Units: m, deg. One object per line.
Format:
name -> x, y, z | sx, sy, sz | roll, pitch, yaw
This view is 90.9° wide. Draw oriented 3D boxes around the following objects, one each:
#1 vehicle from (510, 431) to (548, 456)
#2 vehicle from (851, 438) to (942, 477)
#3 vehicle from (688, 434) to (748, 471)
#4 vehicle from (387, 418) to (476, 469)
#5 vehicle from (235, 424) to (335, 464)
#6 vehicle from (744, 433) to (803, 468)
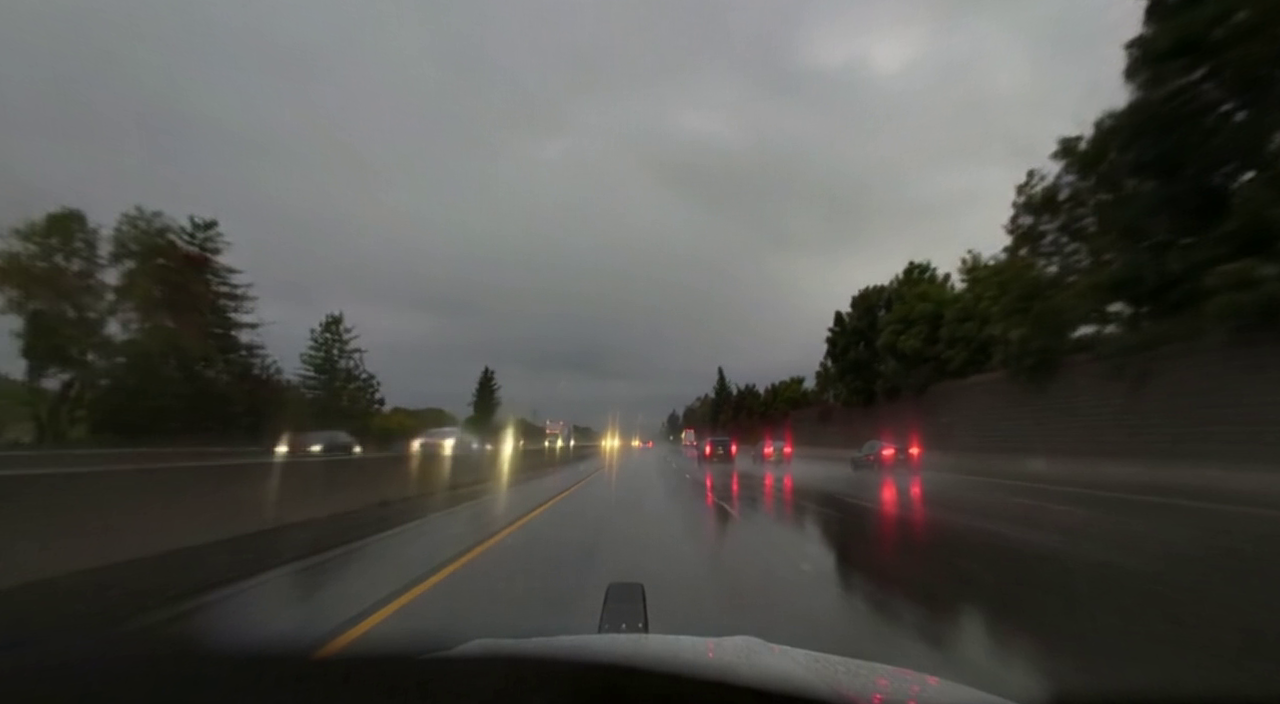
vehicle -> -6.351, 5.308, 36.516 | 1.511, 1.402, 3.426 | 0, -8, 1
vehicle -> 10.638, 4.391, 26.553 | 1.970, 1.479, 4.480 | 0, -8, 0
vehicle -> 3.671, 4.814, 30.478 | 2.326, 1.644, 4.206 | 0, -8, -1
vehicle -> -6.920, 3.088, 21.300 | 1.682, 1.546, 3.711 | 0, -8, 1
vehicle -> -13.923, 3.645, 24.995 | 1.799, 1.457, 3.669 | 0, -8, 1
vehicle -> 7.248, 5.392, 34.670 | 2.178, 1.749, 4.570 | 0, -8, -1
